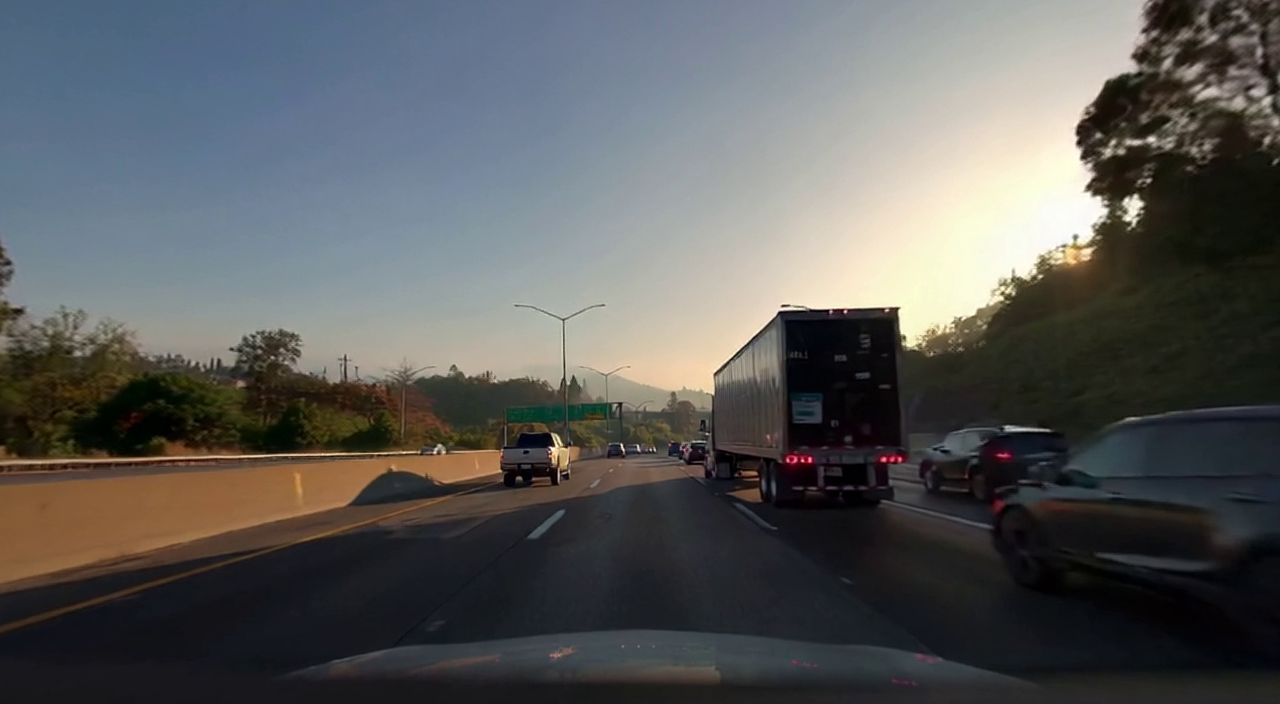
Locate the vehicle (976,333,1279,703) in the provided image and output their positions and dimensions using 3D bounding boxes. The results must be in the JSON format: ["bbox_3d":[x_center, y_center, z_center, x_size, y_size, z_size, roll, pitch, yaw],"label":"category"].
[{"bbox_3d":[3.987,0.866,3.495,1.984,1.737,4.064,-1,-9,1],"label":"vehicle"}]

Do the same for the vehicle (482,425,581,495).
[{"bbox_3d":[-2.959,3.072,18.177,2.006,1.741,4.277,-1,-9,1],"label":"vehicle"}]

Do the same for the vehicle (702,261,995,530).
[{"bbox_3d":[3.951,1.803,17.607,2.903,4.190,15.630,-1,-9,0],"label":"vehicle"}]
